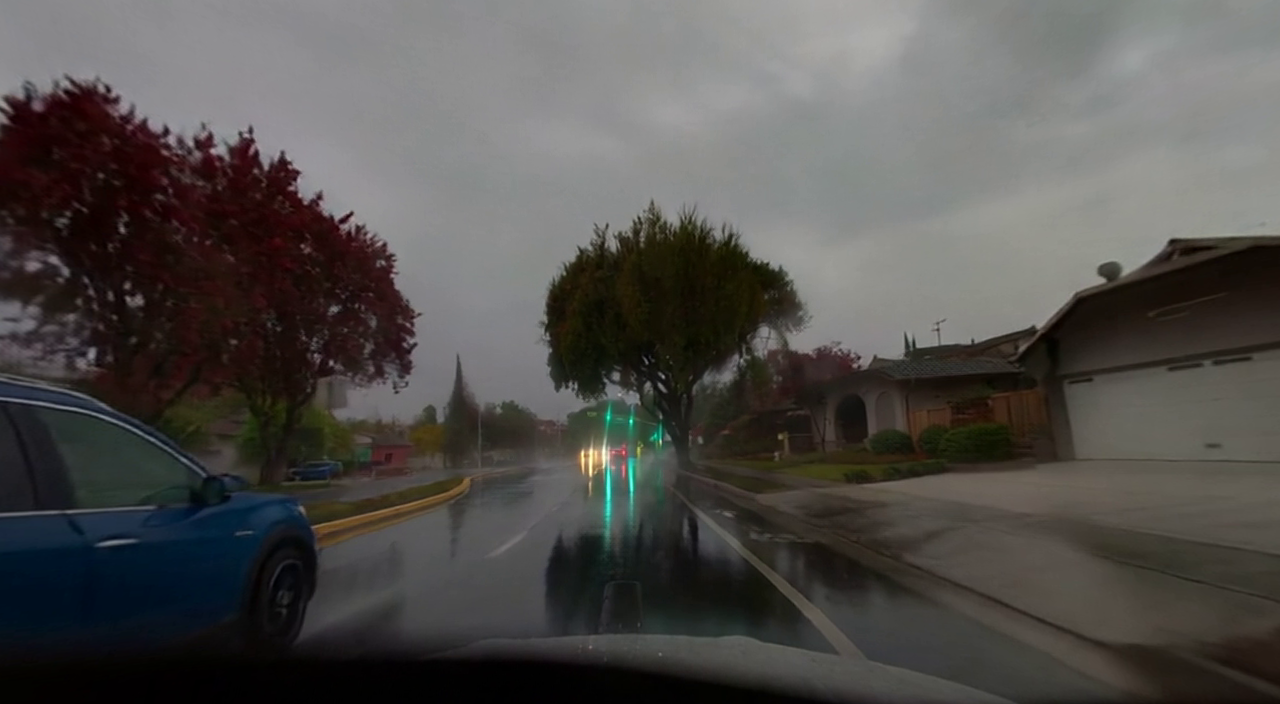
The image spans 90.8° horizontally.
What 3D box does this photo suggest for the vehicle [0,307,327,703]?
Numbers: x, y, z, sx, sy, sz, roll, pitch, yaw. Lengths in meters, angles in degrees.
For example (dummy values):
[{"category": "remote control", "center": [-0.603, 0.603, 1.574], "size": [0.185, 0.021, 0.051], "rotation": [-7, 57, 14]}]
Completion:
[{"category": "vehicle", "center": [-3.754, 0.759, 2.247], "size": [2.276, 1.960, 5.561], "rotation": [0, -8, 2]}]
